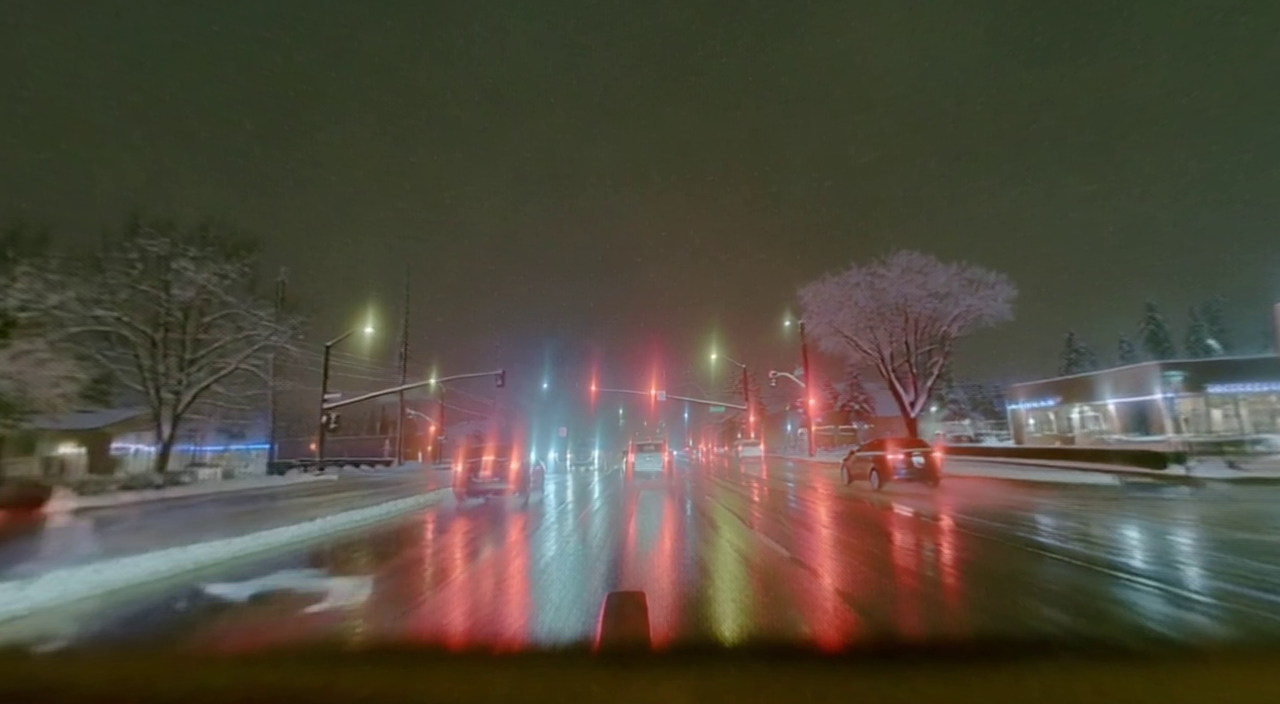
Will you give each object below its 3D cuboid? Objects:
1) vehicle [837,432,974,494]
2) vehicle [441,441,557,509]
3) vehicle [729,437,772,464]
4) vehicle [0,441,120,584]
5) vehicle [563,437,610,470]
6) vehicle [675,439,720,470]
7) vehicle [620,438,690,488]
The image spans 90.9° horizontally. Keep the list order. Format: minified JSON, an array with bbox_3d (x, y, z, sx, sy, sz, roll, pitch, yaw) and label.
[{"bbox_3d":[7.248,3.072,17.802,1.892,1.515,4.400,0,-8,-1],"label":"vehicle"},{"bbox_3d":[-3.409,3.034,16.143,1.938,1.472,4.399,0,-8,0],"label":"vehicle"},{"bbox_3d":[7.320,6.560,42.187,2.044,1.701,4.397,0,-8,-1],"label":"vehicle"},{"bbox_3d":[-8.563,1.783,6.747,2.212,1.652,4.376,0,-8,0],"label":"vehicle"},{"bbox_3d":[-2.945,5.724,35.737,2.219,1.699,4.090,0,-8,1],"label":"vehicle"},{"bbox_3d":[3.004,5.481,33.912,1.988,1.528,4.144,0,-8,-1],"label":"vehicle"},{"bbox_3d":[0.454,3.625,20.923,2.096,1.473,3.893,0,-8,0],"label":"vehicle"}]
